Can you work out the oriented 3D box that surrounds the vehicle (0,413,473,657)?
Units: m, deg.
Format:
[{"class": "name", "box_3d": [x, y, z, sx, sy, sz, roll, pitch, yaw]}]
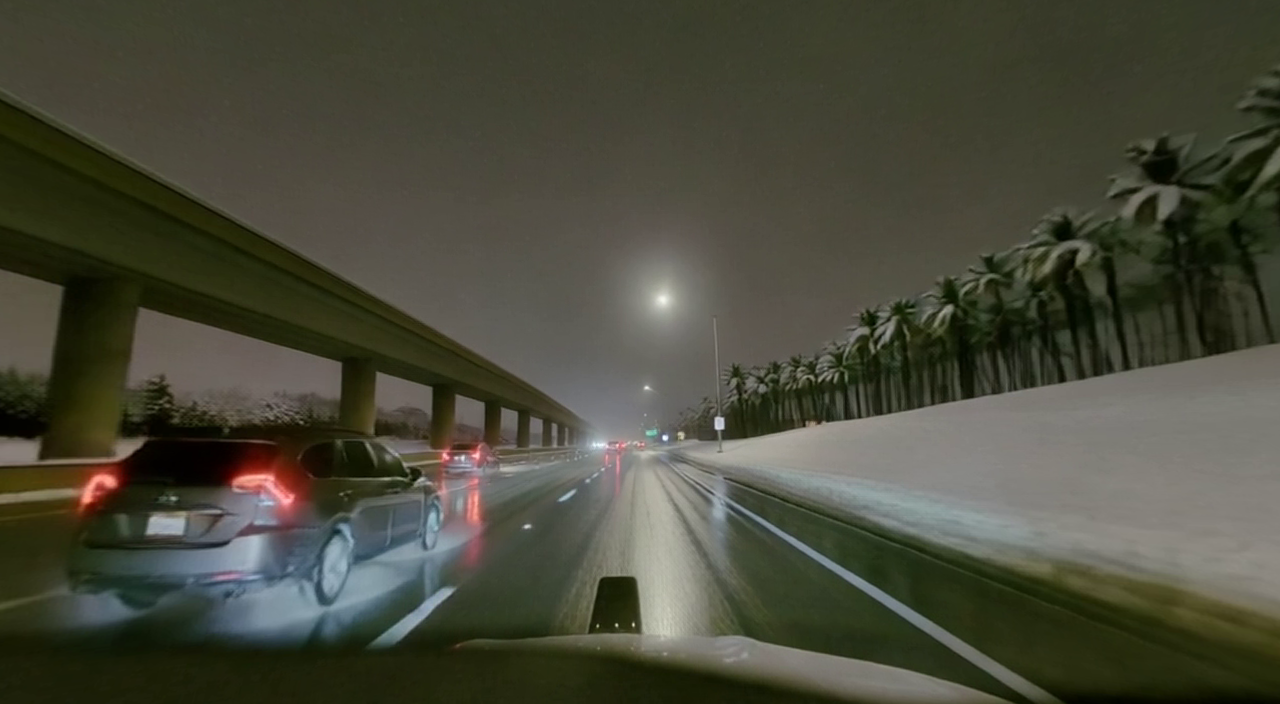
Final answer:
[{"class": "vehicle", "box_3d": [-3.302, 1.490, 6.336, 1.978, 1.499, 4.695, 0, -9, 0]}]
